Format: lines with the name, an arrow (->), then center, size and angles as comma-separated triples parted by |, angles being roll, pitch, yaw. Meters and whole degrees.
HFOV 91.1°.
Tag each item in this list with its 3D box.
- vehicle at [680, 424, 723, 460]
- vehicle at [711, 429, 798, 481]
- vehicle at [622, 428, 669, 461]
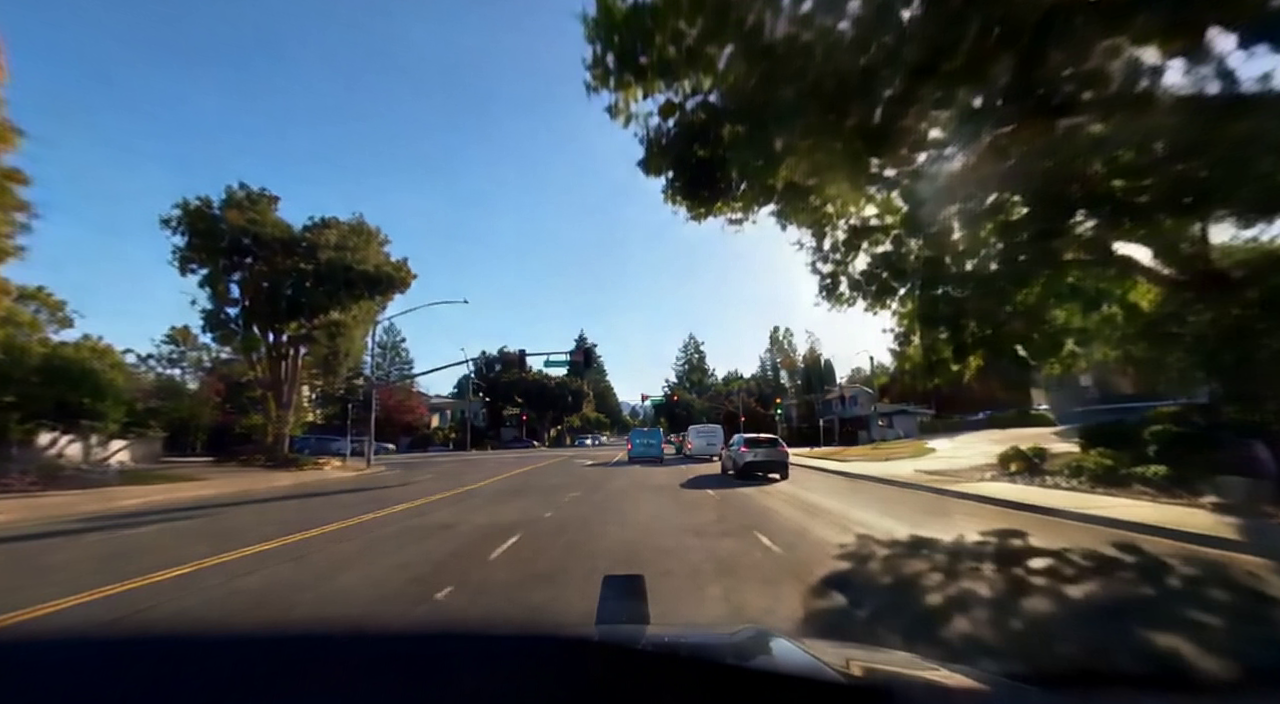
vehicle -> 3.485, 5.189, 36.203 | 2.059, 1.924, 4.257 | 0, -8, 0
vehicle -> 3.588, 3.333, 20.534 | 1.934, 1.506, 4.544 | 0, -8, -1
vehicle -> 0.328, 4.849, 33.004 | 2.321, 1.624, 4.367 | 0, -8, 1
